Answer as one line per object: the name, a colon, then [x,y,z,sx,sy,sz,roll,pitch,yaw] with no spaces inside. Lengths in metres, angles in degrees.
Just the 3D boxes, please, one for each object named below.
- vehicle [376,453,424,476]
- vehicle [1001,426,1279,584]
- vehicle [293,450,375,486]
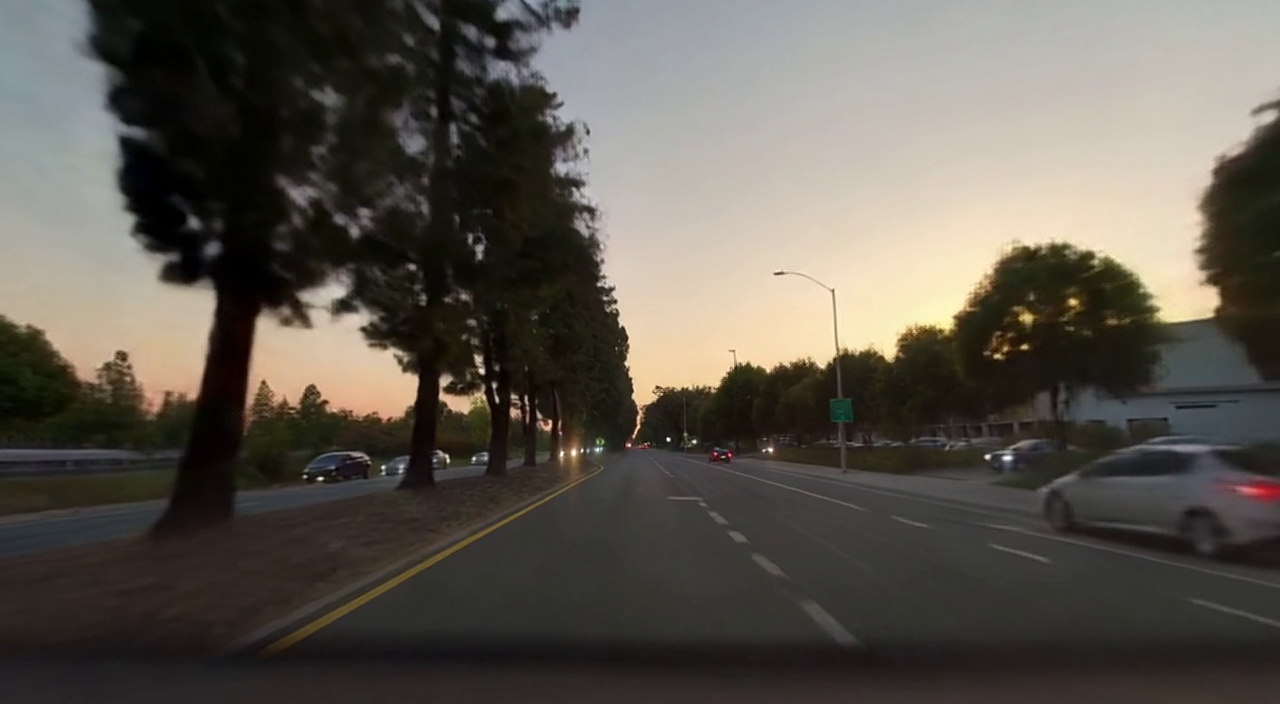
vehicle: [-17.928,8.400,47.405,1.851,1.563,4.336,0,-9,0]
vehicle: [7.245,1.872,8.634,1.838,1.554,4.607,0,-9,-1]
vehicle: [-17.761,6.708,37.043,1.999,1.875,5.842,0,-8,-1]
